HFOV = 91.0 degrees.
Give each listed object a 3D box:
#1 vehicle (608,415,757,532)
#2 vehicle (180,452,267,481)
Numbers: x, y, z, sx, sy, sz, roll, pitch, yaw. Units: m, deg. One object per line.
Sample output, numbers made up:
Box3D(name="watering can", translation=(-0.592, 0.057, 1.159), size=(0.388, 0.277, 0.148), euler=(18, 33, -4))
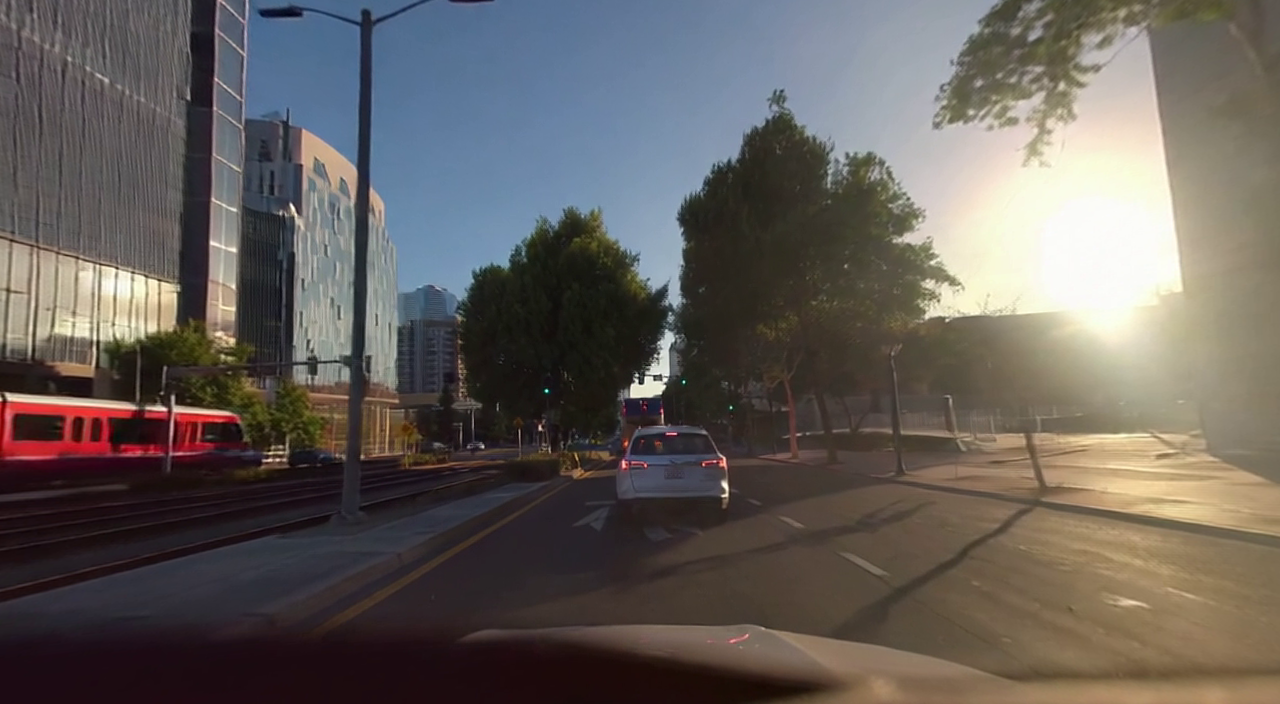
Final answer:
Box3D(name="vehicle", translation=(0.568, 2.094, 11.337), size=(2.190, 1.684, 4.084), euler=(0, -9, -1))
Box3D(name="vehicle", translation=(-23.223, 6.365, 35.371), size=(1.900, 1.465, 4.781), euler=(0, -9, -4))
